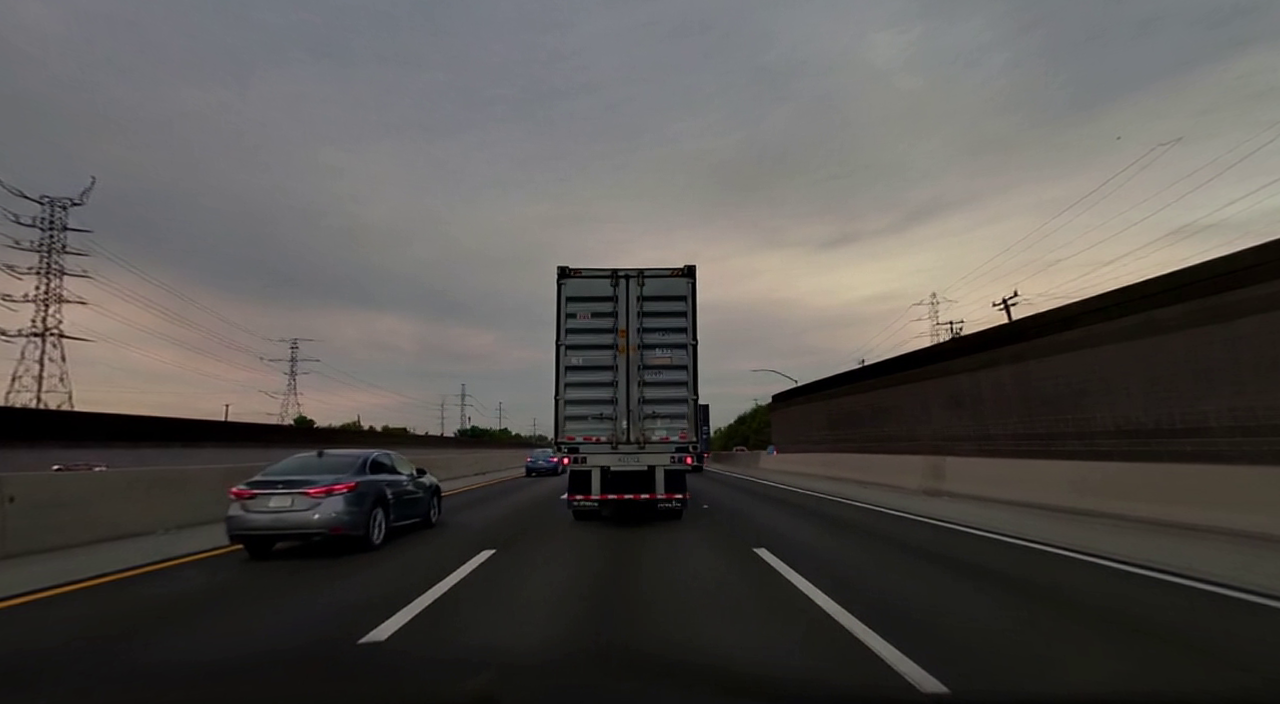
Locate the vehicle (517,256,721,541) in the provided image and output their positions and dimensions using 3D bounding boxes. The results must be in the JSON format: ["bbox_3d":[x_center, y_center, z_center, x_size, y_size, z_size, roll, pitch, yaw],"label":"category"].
[{"bbox_3d":[-0.263,1.485,15.051,2.841,4.071,12.046,-1,-8,0],"label":"vehicle"}]

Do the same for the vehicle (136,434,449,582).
[{"bbox_3d":[-4.219,1.928,8.673,1.912,1.485,4.218,0,-9,0],"label":"vehicle"}]

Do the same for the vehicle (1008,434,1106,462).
[{"bbox_3d":[25.750,5.960,39.241,1.932,1.594,4.579,5,-10,-31],"label":"vehicle"}]
